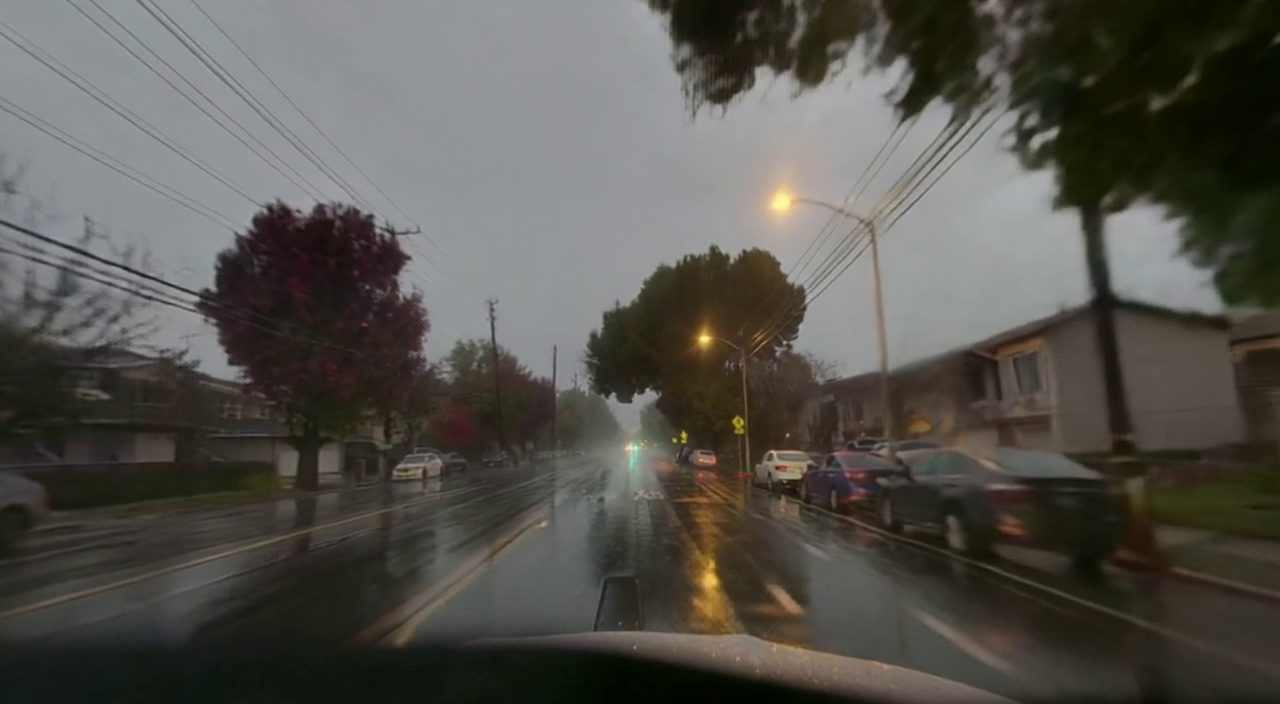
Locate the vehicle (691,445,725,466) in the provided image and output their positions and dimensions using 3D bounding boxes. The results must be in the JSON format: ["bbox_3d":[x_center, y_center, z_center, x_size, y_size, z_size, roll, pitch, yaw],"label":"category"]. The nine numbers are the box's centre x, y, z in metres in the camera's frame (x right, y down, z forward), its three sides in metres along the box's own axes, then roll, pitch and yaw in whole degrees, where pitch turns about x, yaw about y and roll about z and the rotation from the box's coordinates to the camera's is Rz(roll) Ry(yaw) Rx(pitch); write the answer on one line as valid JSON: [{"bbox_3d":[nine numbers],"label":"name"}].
[{"bbox_3d":[4.965,7.656,46.637,1.924,1.471,4.259,0,-8,-2],"label":"vehicle"}]

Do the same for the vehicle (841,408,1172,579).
[{"bbox_3d":[4.951,1.962,9.611,2.123,1.928,4.752,0,-8,0],"label":"vehicle"}]

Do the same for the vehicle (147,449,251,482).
[{"bbox_3d":[-22.229,5.720,31.823,3.745,1.598,1.927,1,-8,-3],"label":"vehicle"}]

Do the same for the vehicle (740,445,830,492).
[{"bbox_3d":[5.025,4.080,22.496,2.022,1.464,4.462,0,-8,-2],"label":"vehicle"}]

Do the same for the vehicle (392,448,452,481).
[{"bbox_3d":[-12.391,6.408,36.042,1.999,1.650,4.381,-3,-9,-1],"label":"vehicle"}]
